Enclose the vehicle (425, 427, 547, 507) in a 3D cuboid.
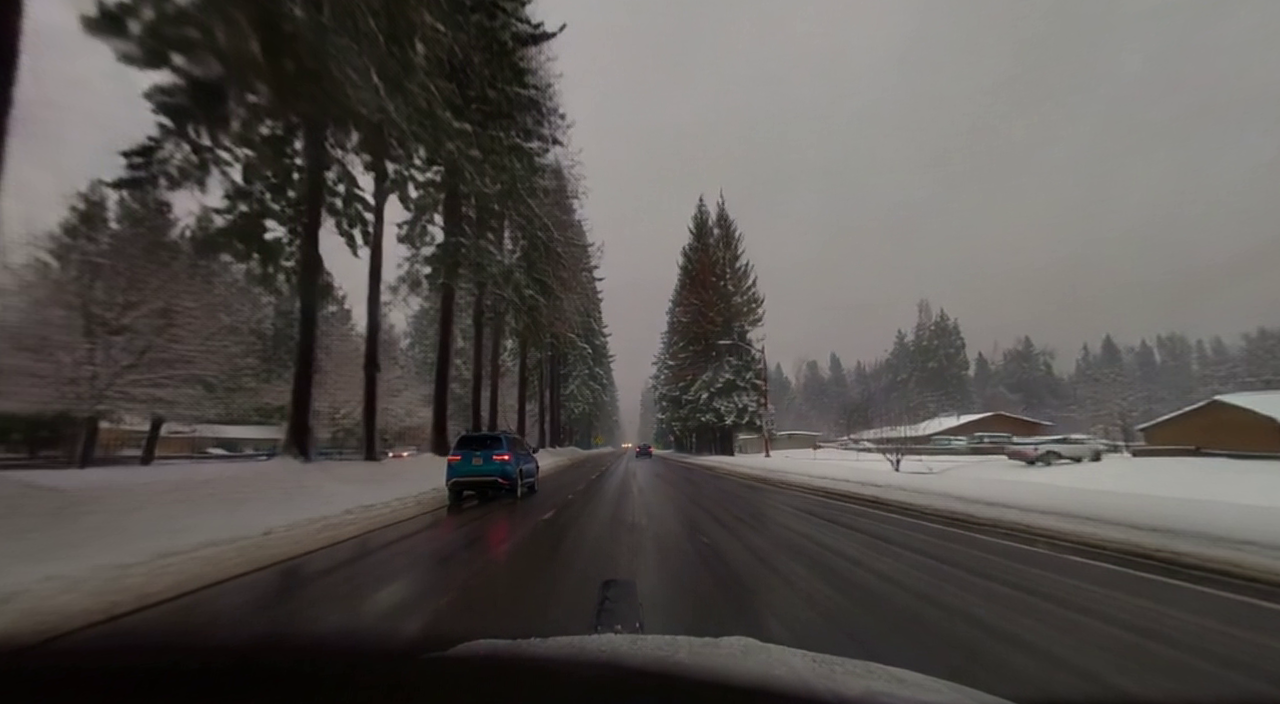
[{"bbox_3d":[-3.758,2.884,16.281,2.078,1.748,4.279,0,-8,0],"label":"vehicle"}]
